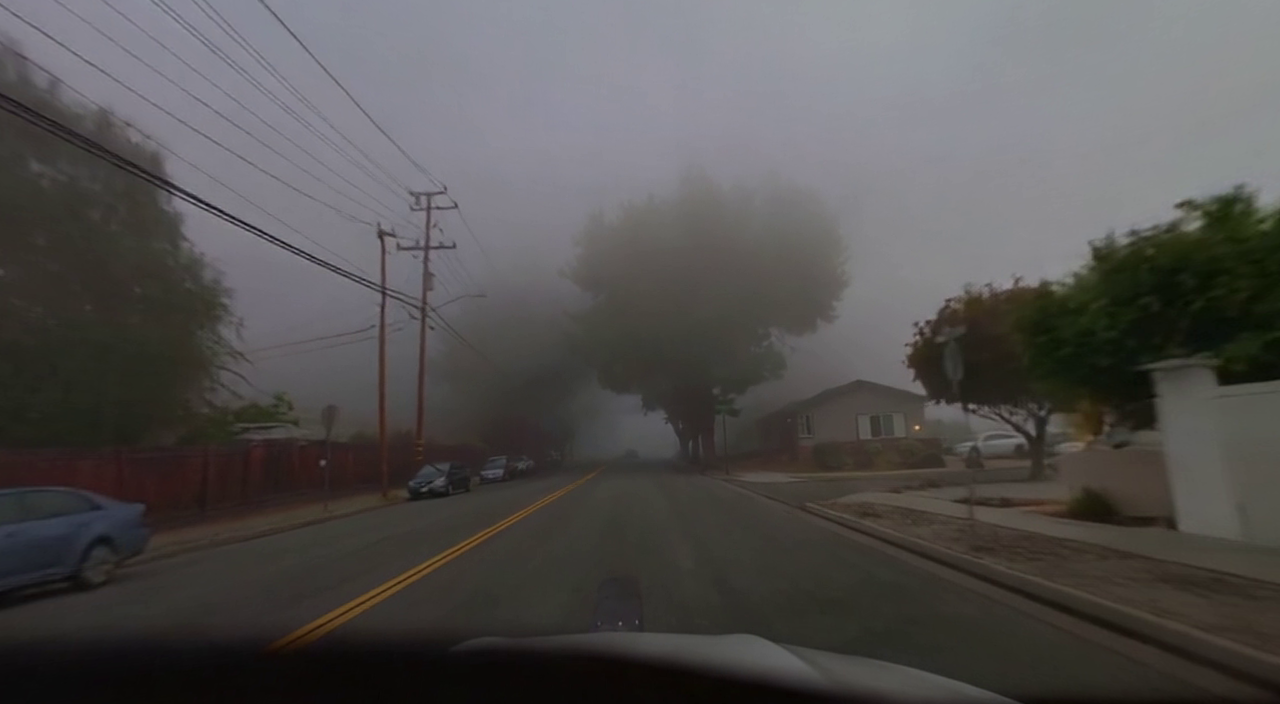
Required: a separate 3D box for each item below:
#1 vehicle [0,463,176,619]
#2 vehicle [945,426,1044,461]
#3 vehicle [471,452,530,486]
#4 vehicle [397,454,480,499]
[{"bbox_3d":[-7.181,2.025,6.289,1.869,1.442,4.344,-9,-9,-1],"label":"vehicle"},{"bbox_3d":[17.226,4.485,31.062,1.883,1.498,5.152,-2,-8,0],"label":"vehicle"},{"bbox_3d":[-7.526,6.337,34.539,1.839,1.494,4.757,-8,-9,2],"label":"vehicle"},{"bbox_3d":[-7.667,4.749,24.444,1.949,1.512,3.818,0,-9,-1],"label":"vehicle"}]
